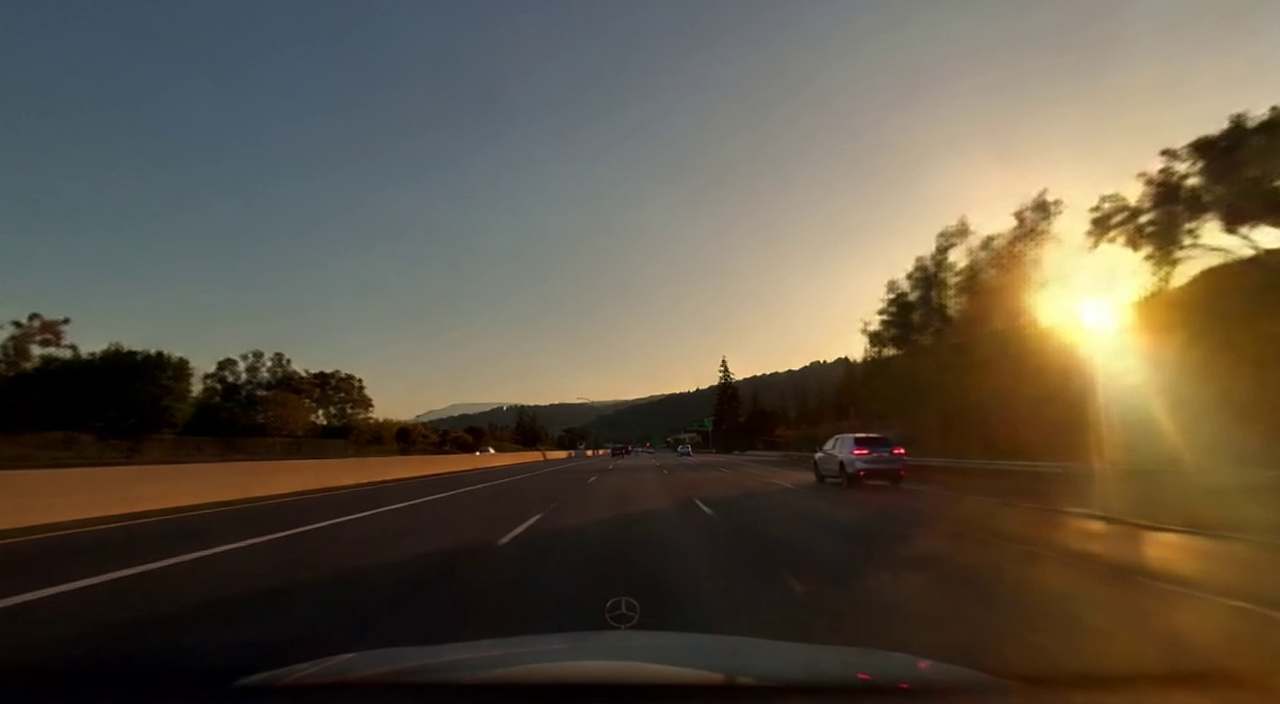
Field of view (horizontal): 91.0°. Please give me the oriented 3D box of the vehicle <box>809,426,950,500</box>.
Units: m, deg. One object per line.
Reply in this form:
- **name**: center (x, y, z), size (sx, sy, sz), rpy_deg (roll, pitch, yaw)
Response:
- **vehicle**: center (6.456, 3.050, 17.679), size (2.096, 1.767, 4.601), rpy_deg (0, -9, 0)
